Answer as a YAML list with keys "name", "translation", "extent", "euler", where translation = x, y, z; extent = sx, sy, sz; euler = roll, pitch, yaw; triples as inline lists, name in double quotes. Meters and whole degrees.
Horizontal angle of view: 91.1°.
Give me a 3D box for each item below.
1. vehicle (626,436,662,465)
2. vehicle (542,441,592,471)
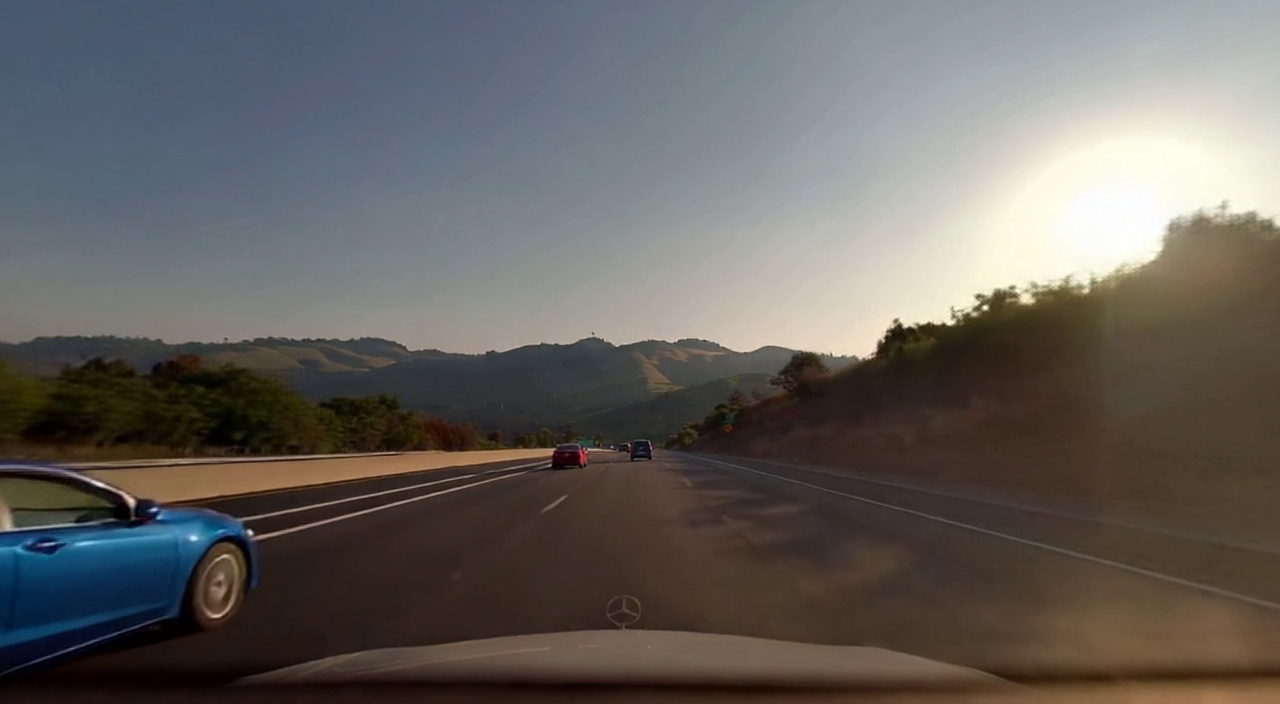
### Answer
- name: "vehicle"
  translation: [0.250, 6.568, 42.041]
  extent: [2.272, 1.836, 4.866]
  euler: [0, -8, 0]
- name: "vehicle"
  translation: [-3.790, 5.473, 33.372]
  extent: [2.082, 1.485, 4.237]
  euler: [0, -8, 1]
